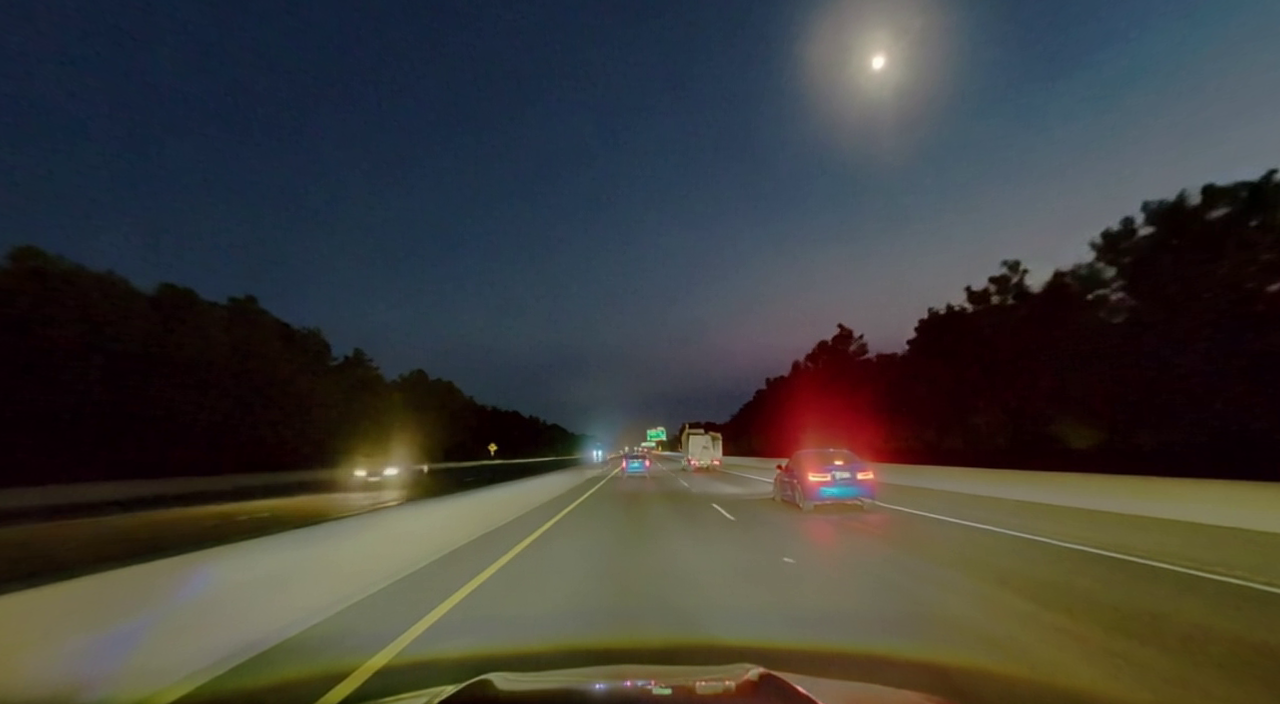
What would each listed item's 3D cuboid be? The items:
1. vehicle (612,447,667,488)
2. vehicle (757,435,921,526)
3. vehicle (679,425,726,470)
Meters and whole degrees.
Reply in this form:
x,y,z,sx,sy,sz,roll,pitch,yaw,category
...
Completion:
x,y,z,sx,sy,sz,roll,pitch,yaw,category
-0.030,4.689,25.726,2.066,1.490,3.759,0,-9,-1,vehicle
3.806,2.533,12.870,1.953,1.540,4.101,0,-9,-1,vehicle
4.658,7.389,48.433,2.791,3.201,7.145,0,-9,-1,vehicle
